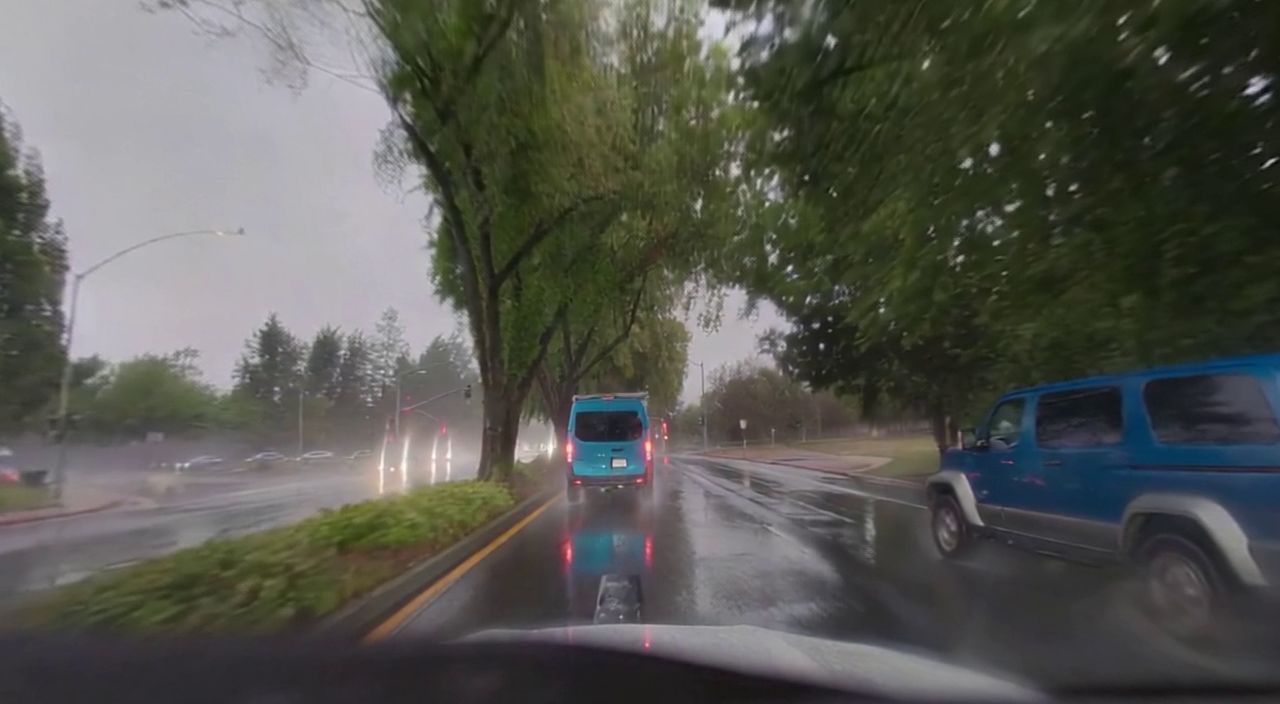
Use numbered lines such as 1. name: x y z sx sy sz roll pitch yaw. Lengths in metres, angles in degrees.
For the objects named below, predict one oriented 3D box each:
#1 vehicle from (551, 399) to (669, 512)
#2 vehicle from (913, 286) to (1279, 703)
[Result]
1. vehicle: -0.539 2.223 13.736 2.145 2.046 4.309 0 -9 0
2. vehicle: 3.724 0.904 4.220 1.988 1.873 3.968 0 -9 0
